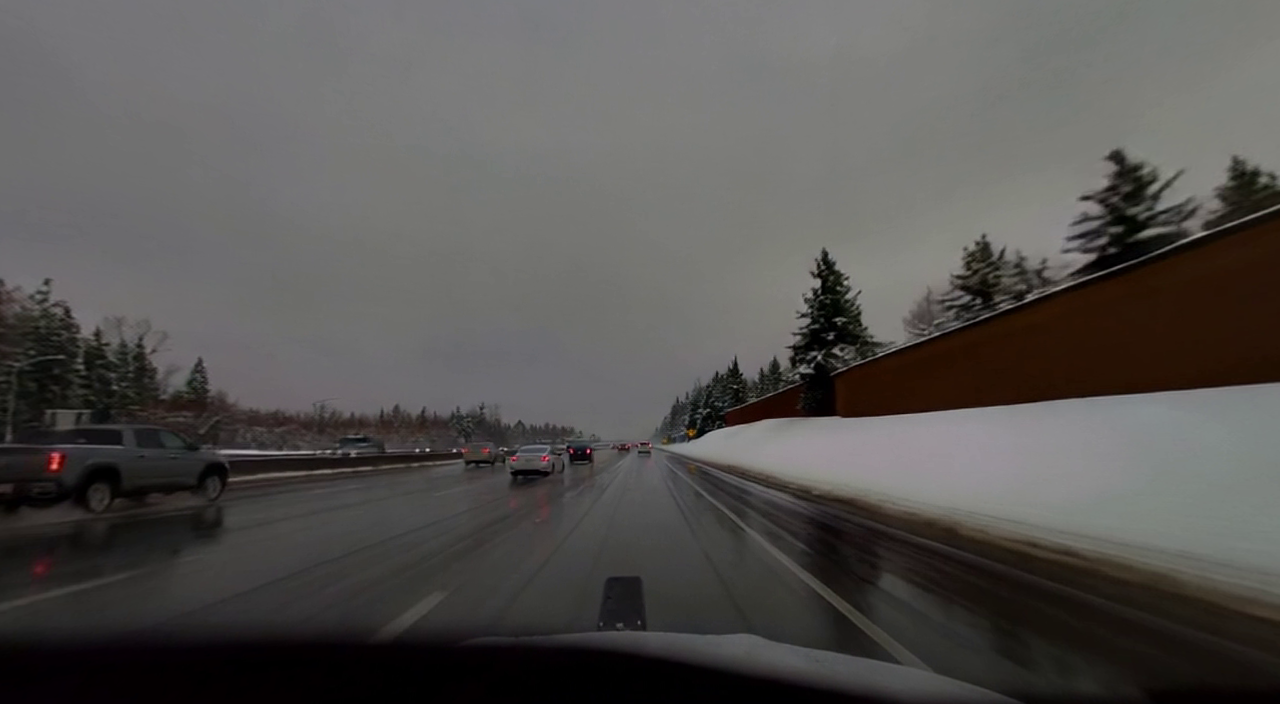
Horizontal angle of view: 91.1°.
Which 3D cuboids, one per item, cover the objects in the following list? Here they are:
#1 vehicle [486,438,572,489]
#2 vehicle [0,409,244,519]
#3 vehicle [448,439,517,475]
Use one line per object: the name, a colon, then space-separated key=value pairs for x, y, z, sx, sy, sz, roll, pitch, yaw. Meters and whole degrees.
vehicle: x=-3.581 y=3.684 z=21.223 sx=1.945 sy=1.484 sz=4.803 roll=0 pitch=-8 yaw=1
vehicle: x=-11.147 y=2.247 z=13.211 sx=2.207 sy=1.834 sz=5.255 roll=0 pitch=-8 yaw=0
vehicle: x=-7.059 y=4.747 z=28.616 sx=1.942 sy=1.502 sz=4.216 roll=0 pitch=-8 yaw=1
